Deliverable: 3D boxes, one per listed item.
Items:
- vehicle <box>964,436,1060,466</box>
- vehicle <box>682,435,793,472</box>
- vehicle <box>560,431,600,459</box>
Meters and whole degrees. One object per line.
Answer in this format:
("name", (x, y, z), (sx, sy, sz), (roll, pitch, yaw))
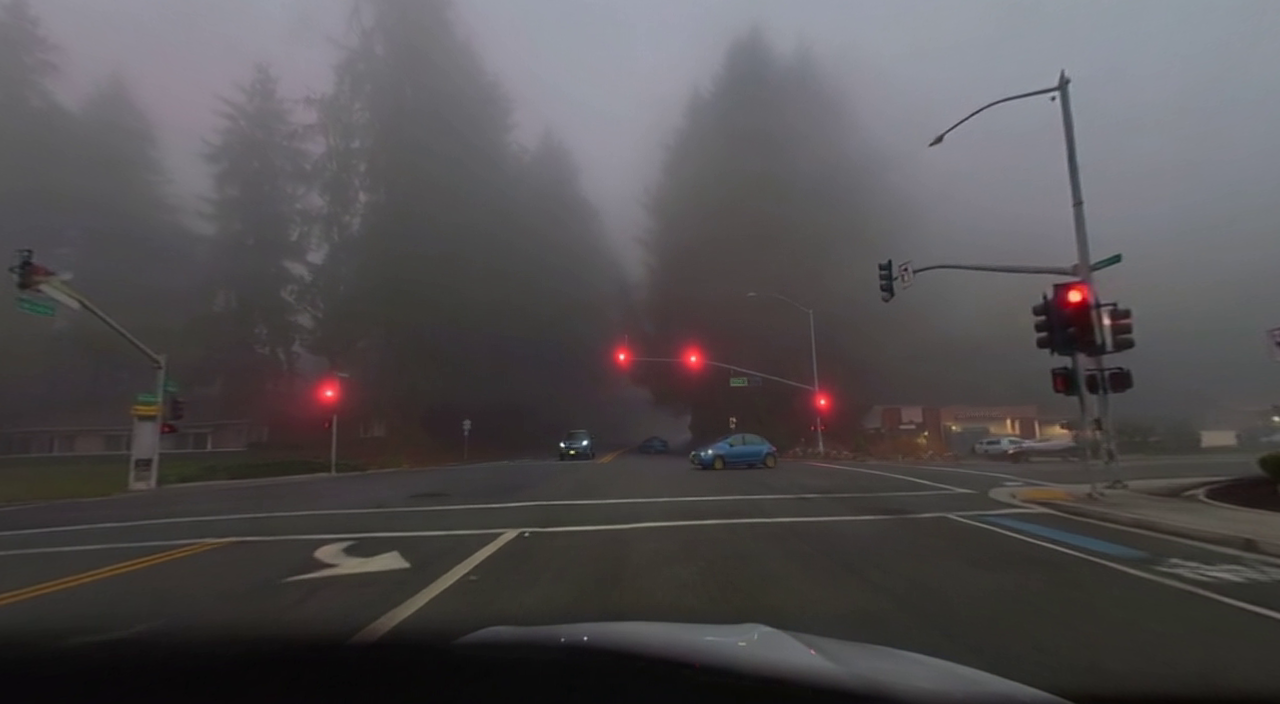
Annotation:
("vehicle", (19.564, 5.186, 33.155), (4.377, 1.523, 1.877), (3, -9, -19))
("vehicle", (4.188, 4.310, 26.999), (4.528, 1.482, 1.864), (5, -10, -31))
("vehicle", (-3.789, 5.965, 40.408), (2.140, 1.638, 4.259), (0, -8, 0))
